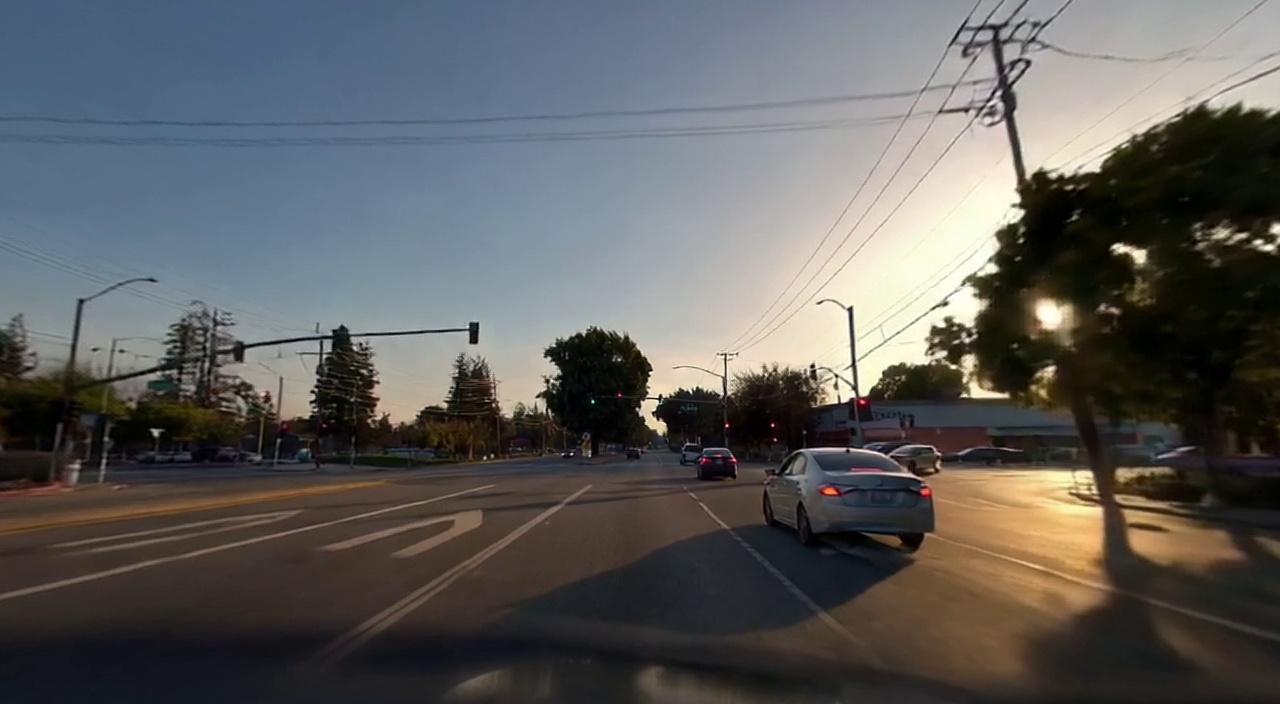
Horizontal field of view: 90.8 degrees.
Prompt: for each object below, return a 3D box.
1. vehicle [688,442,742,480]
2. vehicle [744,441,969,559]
[{"bbox_3d":[3.586,5.283,30.792,2.128,1.699,4.222,0,-8,0],"label":"vehicle"},{"bbox_3d":[3.076,2.185,10.160,2.004,1.455,4.417,0,-9,-1],"label":"vehicle"}]
